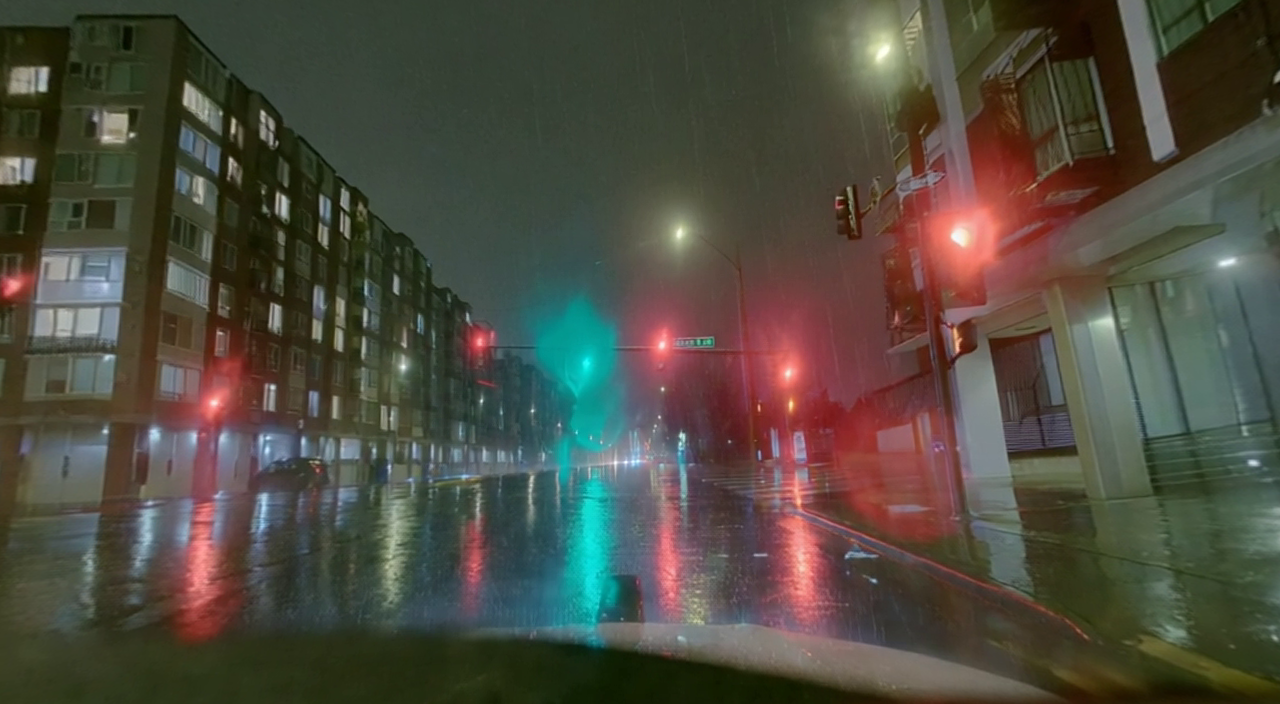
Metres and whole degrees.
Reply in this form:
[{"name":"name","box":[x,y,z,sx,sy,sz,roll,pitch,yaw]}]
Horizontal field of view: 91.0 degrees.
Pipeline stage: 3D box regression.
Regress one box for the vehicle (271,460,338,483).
[{"name":"vehicle","box":[-24.637,8.744,46.292,3.882,1.600,1.768,0,-9,2]}]
